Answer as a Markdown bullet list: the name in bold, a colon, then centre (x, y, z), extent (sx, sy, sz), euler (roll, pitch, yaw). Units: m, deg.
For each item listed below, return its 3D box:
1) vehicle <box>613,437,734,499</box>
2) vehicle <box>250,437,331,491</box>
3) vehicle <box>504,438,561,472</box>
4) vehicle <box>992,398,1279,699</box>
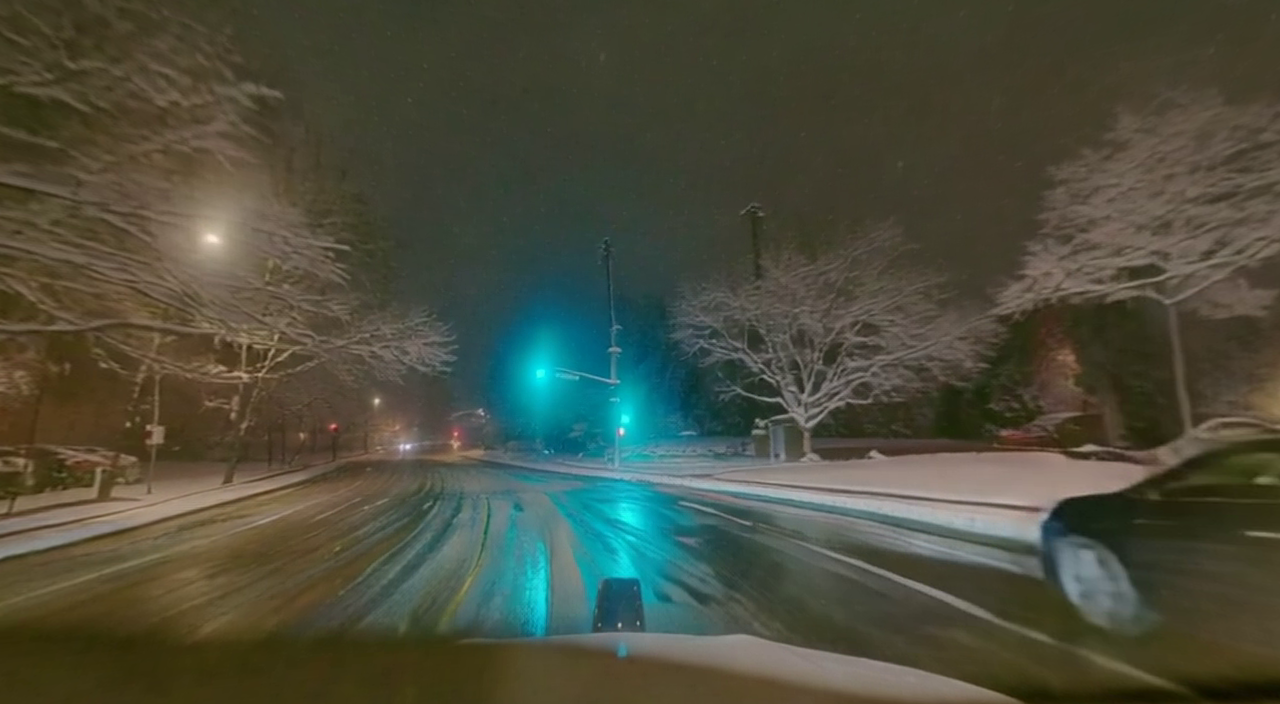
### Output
- **vehicle**: centre (0.774, 3.210, 18.131), extent (1.884, 1.508, 4.713), euler (3, -8, -17)
- **vehicle**: centre (-14.043, 4.542, 25.691), extent (2.171, 1.838, 5.344), euler (1, -10, -22)
- **vehicle**: centre (-6.562, 6.130, 38.079), extent (2.255, 1.863, 5.629), euler (3, -9, -21)
- **vehicle**: centre (4.287, 0.997, 3.210), extent (2.066, 1.509, 4.579), euler (1, -8, -5)
